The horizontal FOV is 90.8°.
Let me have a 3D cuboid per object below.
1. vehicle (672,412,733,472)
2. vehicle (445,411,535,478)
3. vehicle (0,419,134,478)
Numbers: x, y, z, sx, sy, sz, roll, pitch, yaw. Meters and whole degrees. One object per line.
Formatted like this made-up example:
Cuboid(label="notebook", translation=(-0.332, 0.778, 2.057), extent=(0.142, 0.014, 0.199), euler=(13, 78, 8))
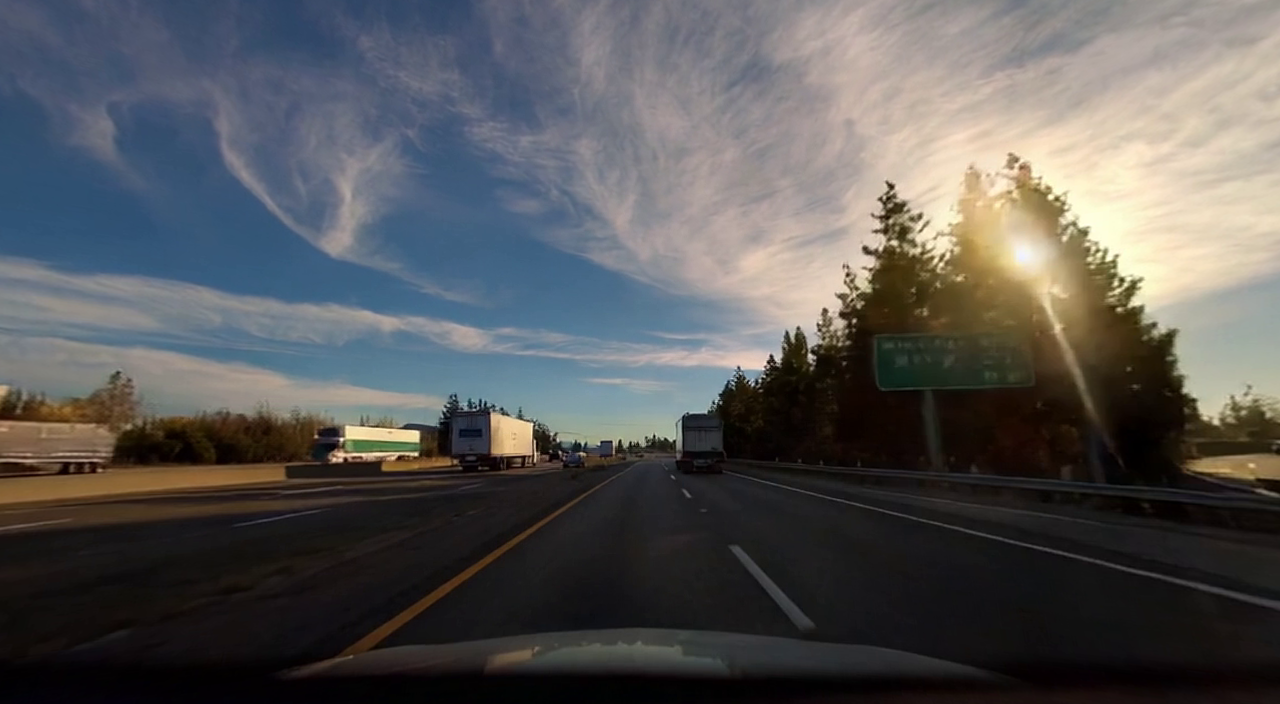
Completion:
Cuboid(label="vehicle", translation=(4.119, 6.510, 45.014), extent=(2.928, 3.595, 13.975), euler=(0, -9, 0))
Cuboid(label="vehicle", translation=(-10.336, 6.734, 45.672), extent=(2.891, 4.062, 14.230), euler=(0, -9, 1))
Cuboid(label="vehicle", translation=(-42.195, 6.652, 43.438), extent=(3.020, 3.707, 13.668), euler=(-1, -9, 2))
